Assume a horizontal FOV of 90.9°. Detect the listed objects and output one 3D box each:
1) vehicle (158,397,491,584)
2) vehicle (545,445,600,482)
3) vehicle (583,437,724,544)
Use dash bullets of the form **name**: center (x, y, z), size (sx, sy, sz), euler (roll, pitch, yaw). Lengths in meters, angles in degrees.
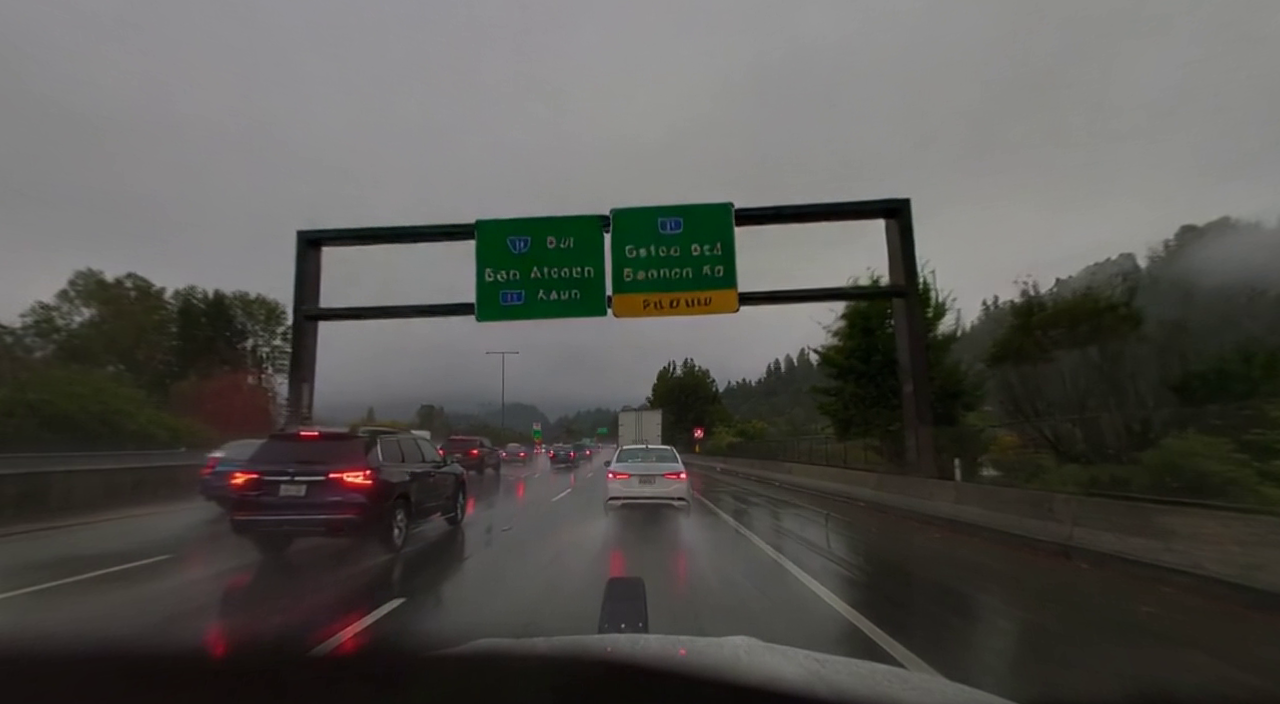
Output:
- **vehicle**: center (-3.691, 1.738, 8.665), size (2.051, 1.829, 4.736), euler (0, -9, 1)
- **vehicle**: center (-2.855, 4.804, 27.304), size (1.998, 1.466, 3.684), euler (0, -9, 0)
- **vehicle**: center (0.188, 2.231, 10.669), size (1.995, 1.495, 3.380), euler (0, -9, 0)
